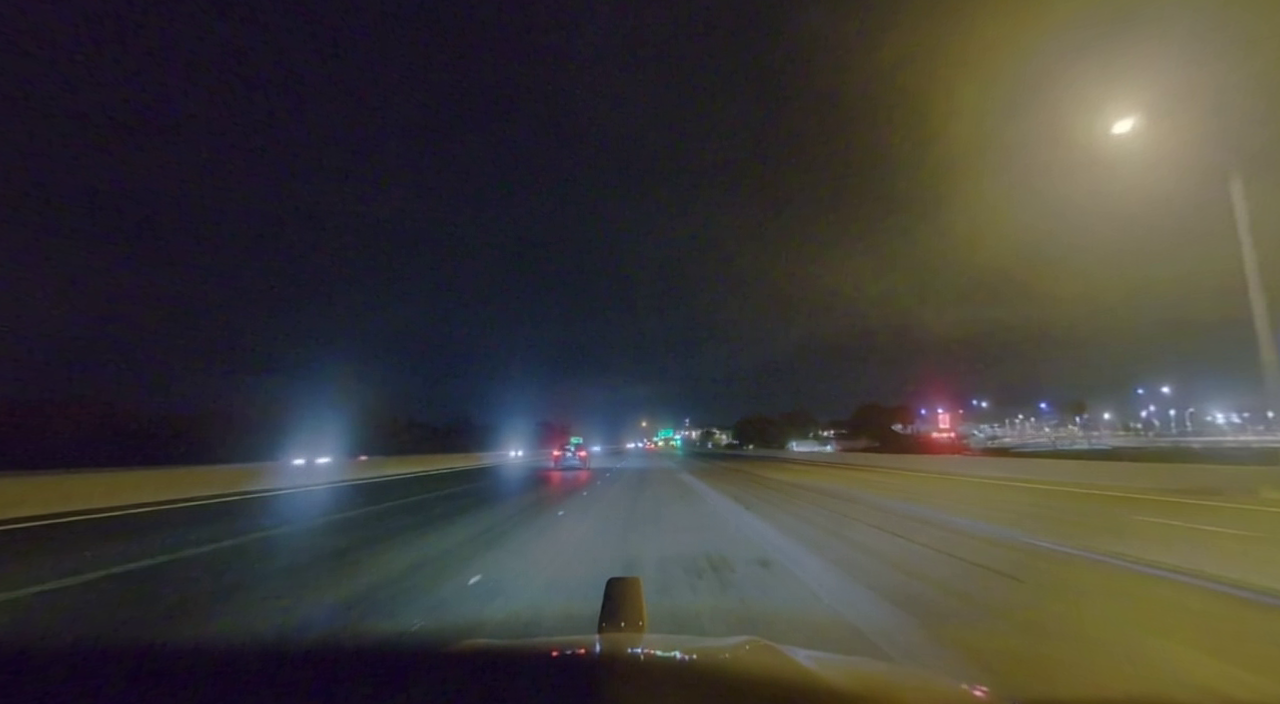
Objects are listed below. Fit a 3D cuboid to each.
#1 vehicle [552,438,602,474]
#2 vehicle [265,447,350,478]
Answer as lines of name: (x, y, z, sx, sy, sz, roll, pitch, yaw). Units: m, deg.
vehicle: (-3.239, 5.433, 33.183, 2.072, 1.706, 4.359, 0, -8, 2)
vehicle: (-17.545, 5.830, 33.605, 1.834, 1.485, 4.868, 0, -8, 1)
